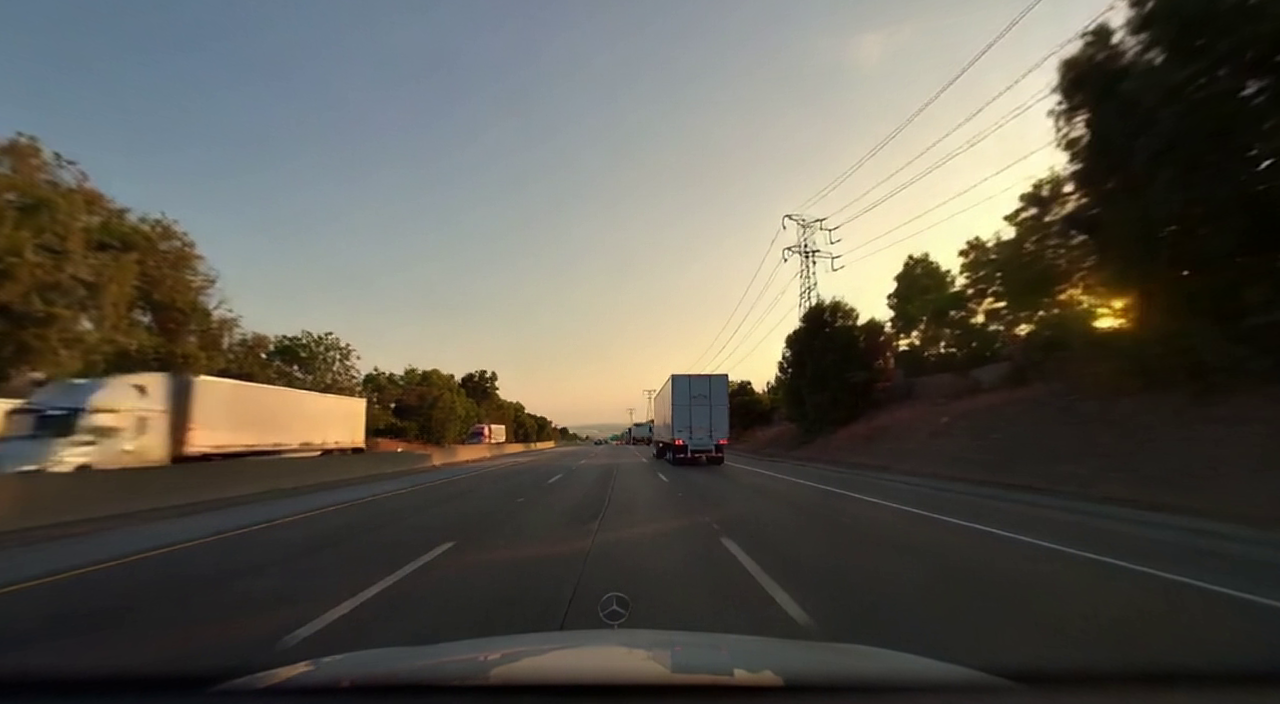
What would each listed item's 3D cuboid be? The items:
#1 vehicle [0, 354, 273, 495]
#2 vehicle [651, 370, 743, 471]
[{"bbox_3d":[-16.084,2.467,21.060,3.034,3.819,7.828,0,-8,-2],"label":"vehicle"},{"bbox_3d":[2.441,3.725,32.727,2.905,4.080,14.157,0,-8,-2],"label":"vehicle"}]
